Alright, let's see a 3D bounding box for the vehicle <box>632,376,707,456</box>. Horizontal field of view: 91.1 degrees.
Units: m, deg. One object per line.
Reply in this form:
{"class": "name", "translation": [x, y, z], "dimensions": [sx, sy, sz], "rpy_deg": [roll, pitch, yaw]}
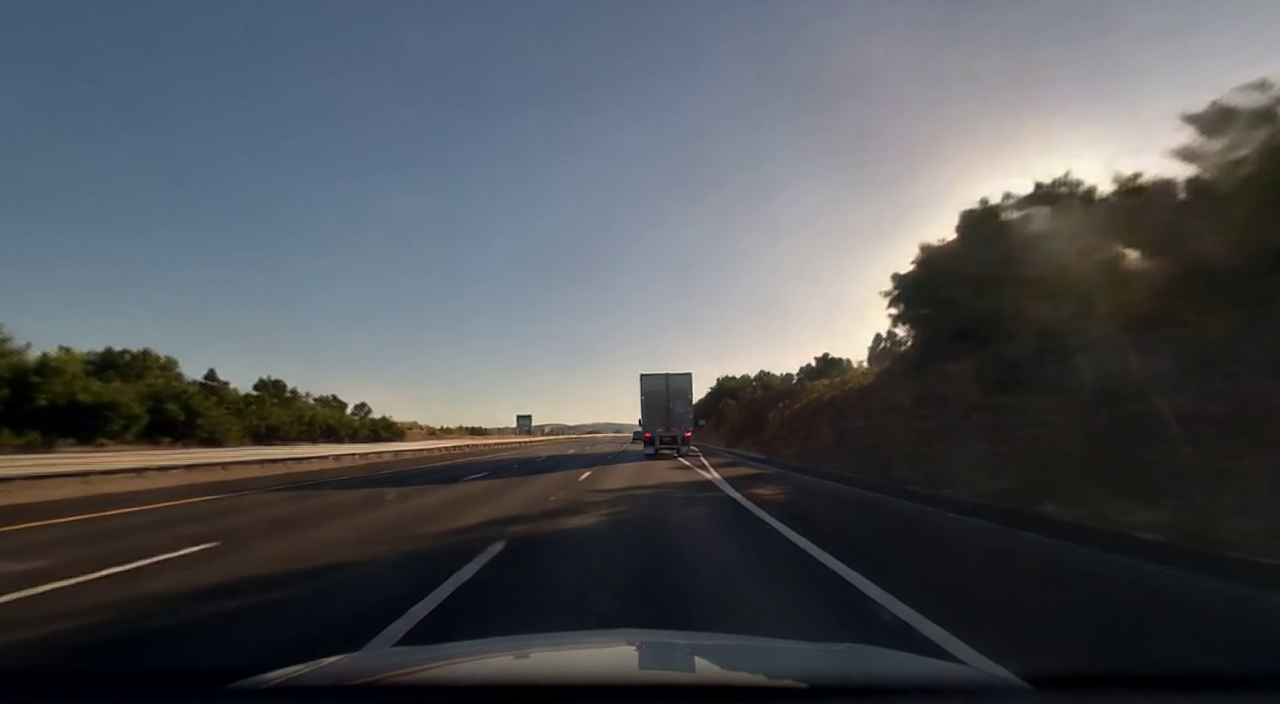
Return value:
{"class": "vehicle", "translation": [1.517, 3.785, 35.414], "dimensions": [3.446, 3.698, 12.089], "rpy_deg": [-1, -8, 1]}
